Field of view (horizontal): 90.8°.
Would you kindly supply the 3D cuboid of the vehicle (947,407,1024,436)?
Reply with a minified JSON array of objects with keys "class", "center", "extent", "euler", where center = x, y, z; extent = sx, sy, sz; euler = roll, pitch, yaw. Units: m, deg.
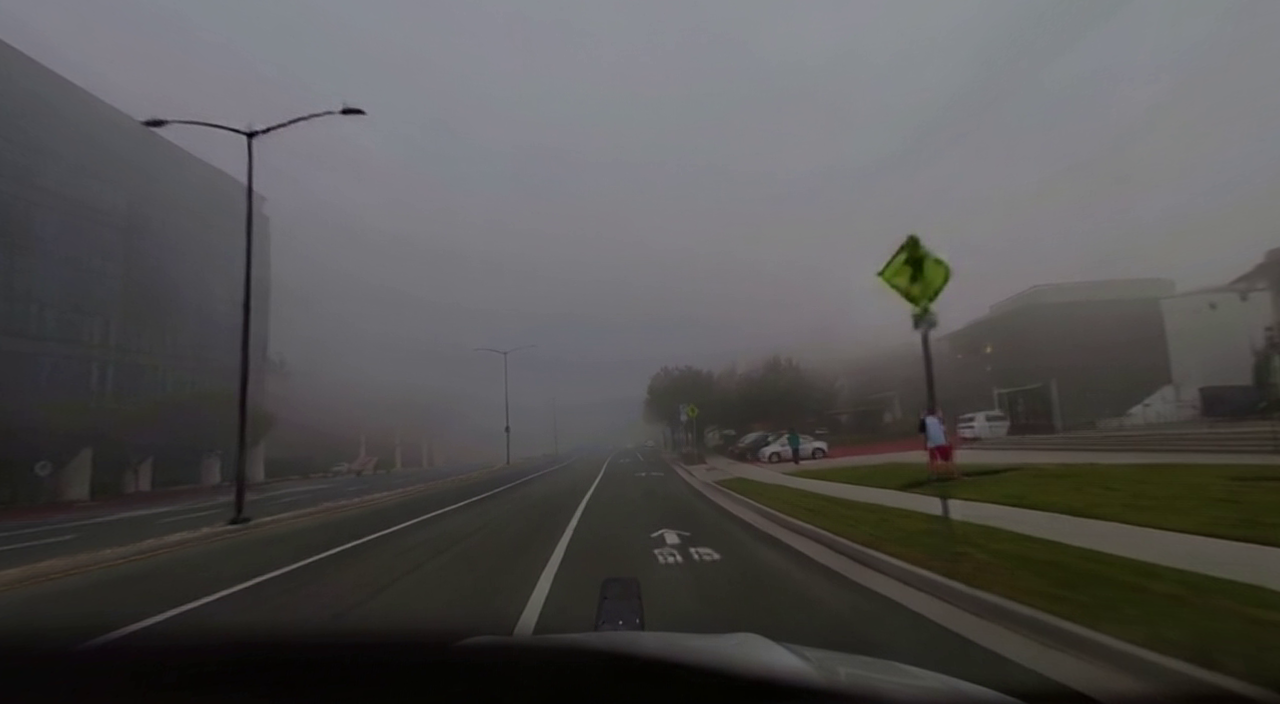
[{"class":"vehicle","center":[19.521,3.998,35.930],"extent":[1.890,1.492,4.494],"euler":[0,-8,1]}]

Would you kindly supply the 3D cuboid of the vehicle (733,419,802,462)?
[{"class":"vehicle","center":[6.157,4.392,31.176],"extent":[2.160,1.944,5.086],"euler":[0,-8,-2]}]

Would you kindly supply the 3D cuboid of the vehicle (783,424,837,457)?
[{"class":"vehicle","center":[8.491,4.462,31.806],"extent":[1.842,1.535,3.638],"euler":[-1,-8,3]}]
